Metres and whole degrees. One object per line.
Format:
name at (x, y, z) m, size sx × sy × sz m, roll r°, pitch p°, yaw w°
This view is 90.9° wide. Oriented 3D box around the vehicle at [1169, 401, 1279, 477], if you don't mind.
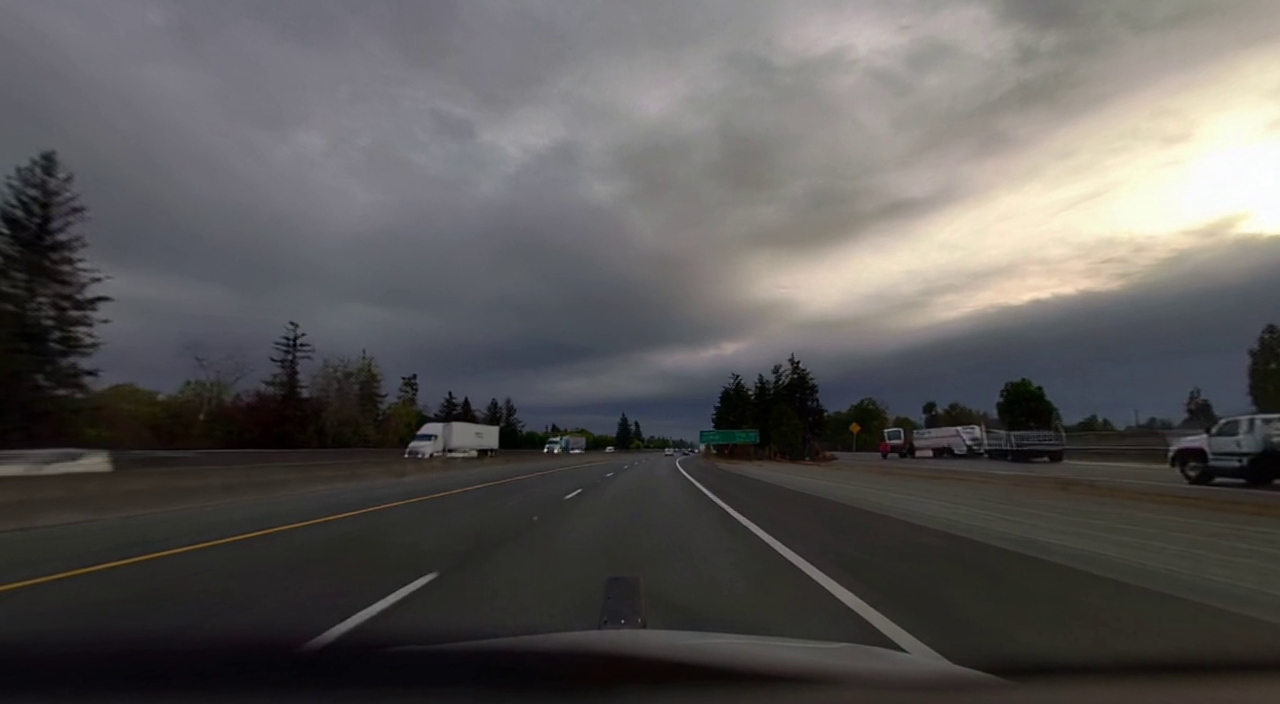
vehicle at (36.946, 4.834, 35.362) m, size 2.915 × 4.160 × 14.848 m, roll -4°, pitch -10°, yaw 6°
